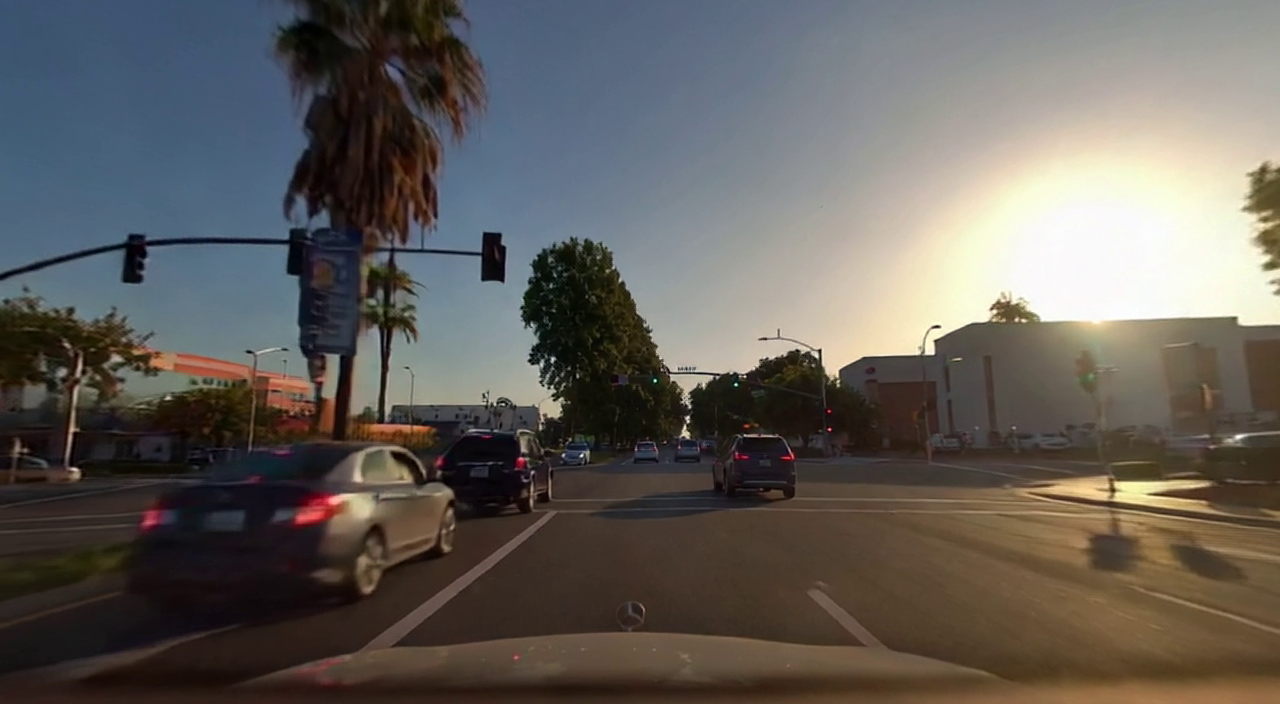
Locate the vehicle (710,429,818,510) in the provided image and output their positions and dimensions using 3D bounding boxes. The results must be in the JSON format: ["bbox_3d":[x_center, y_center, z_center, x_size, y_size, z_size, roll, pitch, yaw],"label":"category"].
[{"bbox_3d":[2.958,2.884,15.909,1.872,1.752,3.896,0,-8,-1],"label":"vehicle"}]

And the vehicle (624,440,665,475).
[{"bbox_3d":[0.214,5.449,32.790,1.991,1.664,3.814,0,-8,0],"label":"vehicle"}]

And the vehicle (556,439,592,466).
[{"bbox_3d":[-5.010,7.707,48.320,2.126,1.790,4.332,4,-8,2],"label":"vehicle"}]

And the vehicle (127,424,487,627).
[{"bbox_3d":[-3.211,1.715,7.282,1.788,1.600,4.298,-1,-8,0],"label":"vehicle"}]

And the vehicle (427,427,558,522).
[{"bbox_3d":[-3.188,2.735,14.620,1.972,1.827,4.433,-1,-8,0],"label":"vehicle"}]

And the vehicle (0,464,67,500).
[{"bbox_3d":[-31.653,6.526,31.665,3.811,1.628,1.920,-1,-8,1],"label":"vehicle"}]

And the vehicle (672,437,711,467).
[{"bbox_3d":[3.475,6.876,43.533,2.154,1.975,4.634,0,-8,-1],"label":"vehicle"}]
